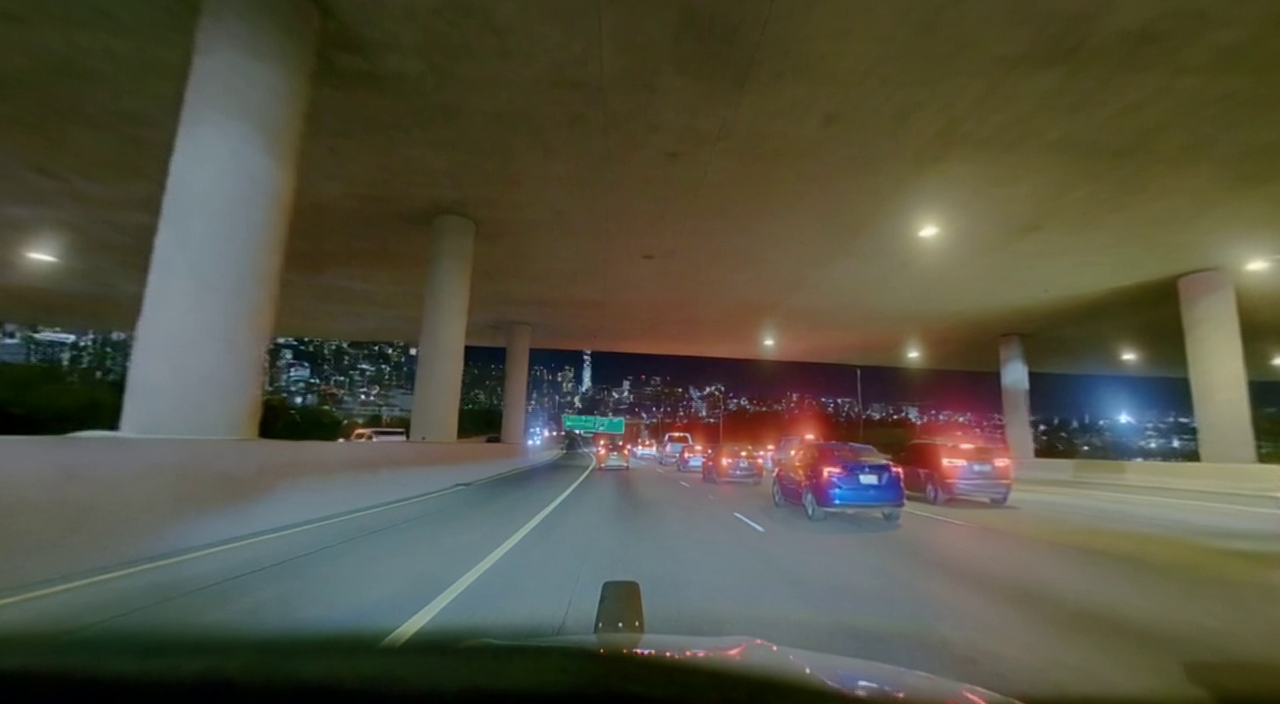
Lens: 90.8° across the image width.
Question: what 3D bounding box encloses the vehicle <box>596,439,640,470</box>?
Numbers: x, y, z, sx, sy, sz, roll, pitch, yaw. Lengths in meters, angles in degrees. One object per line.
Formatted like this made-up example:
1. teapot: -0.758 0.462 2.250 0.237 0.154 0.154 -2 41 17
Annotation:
1. vehicle: -1.219 5.547 34.281 2.266 1.549 3.978 0 -8 -2

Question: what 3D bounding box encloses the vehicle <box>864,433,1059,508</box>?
1. vehicle: 7.609 2.847 15.765 2.025 1.525 5.211 0 -8 -1

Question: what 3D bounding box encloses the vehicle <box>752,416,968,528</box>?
1. vehicle: 3.938 2.255 12.561 2.276 1.739 5.040 0 -8 -3

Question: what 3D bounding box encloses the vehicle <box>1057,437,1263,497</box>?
1. vehicle: 14.353 3.176 17.874 1.866 1.454 4.434 0 -8 -3

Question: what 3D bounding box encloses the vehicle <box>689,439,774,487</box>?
1. vehicle: 3.042 3.809 22.092 2.074 1.455 4.646 0 -8 -3
